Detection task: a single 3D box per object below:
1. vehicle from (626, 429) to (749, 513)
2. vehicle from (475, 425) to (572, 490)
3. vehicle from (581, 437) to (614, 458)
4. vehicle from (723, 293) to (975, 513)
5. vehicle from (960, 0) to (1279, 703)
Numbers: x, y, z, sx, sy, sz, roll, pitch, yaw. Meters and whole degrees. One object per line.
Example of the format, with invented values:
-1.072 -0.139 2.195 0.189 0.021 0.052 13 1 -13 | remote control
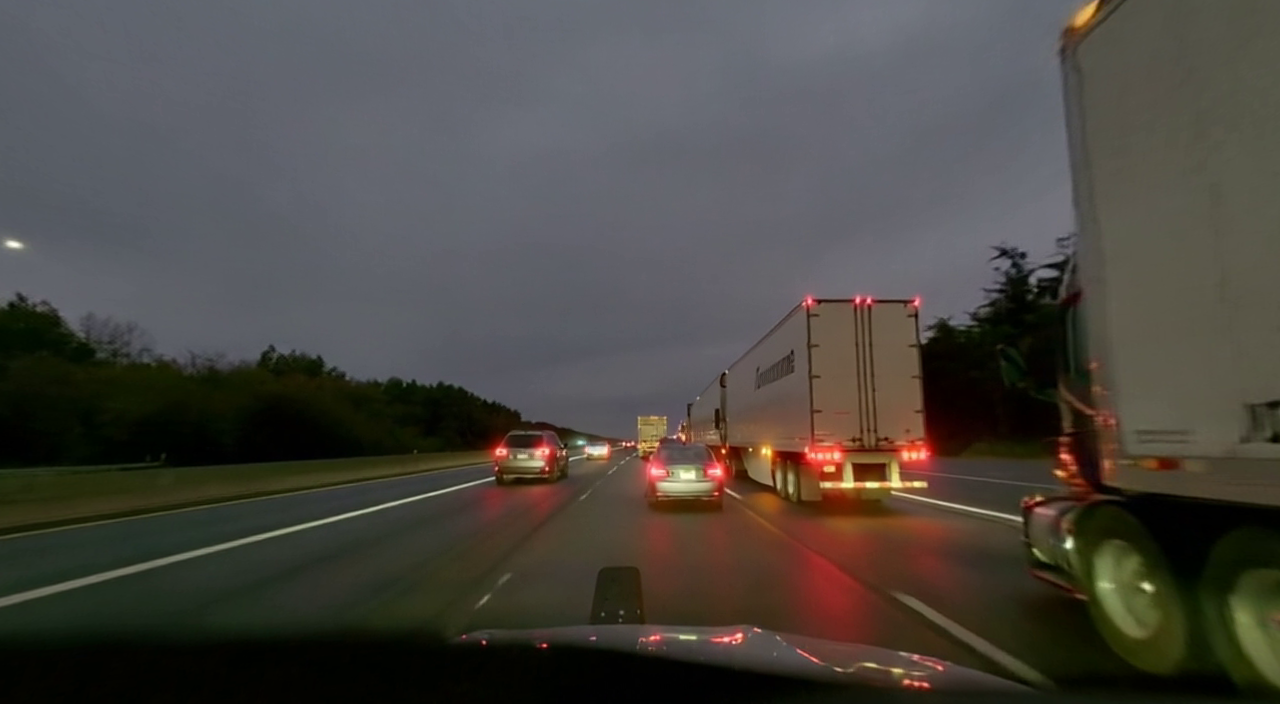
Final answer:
0.851 2.431 13.555 2.200 1.495 4.282 0 -8 0 | vehicle
-3.355 3.136 19.178 2.006 1.729 4.447 0 -8 1 | vehicle
-3.268 7.527 49.740 2.181 1.538 4.169 0 -8 2 | vehicle
4.756 1.858 18.822 2.883 4.070 14.423 0 -8 1 | vehicle
4.504 -0.289 2.703 2.981 3.988 6.053 0 -8 0 | vehicle
